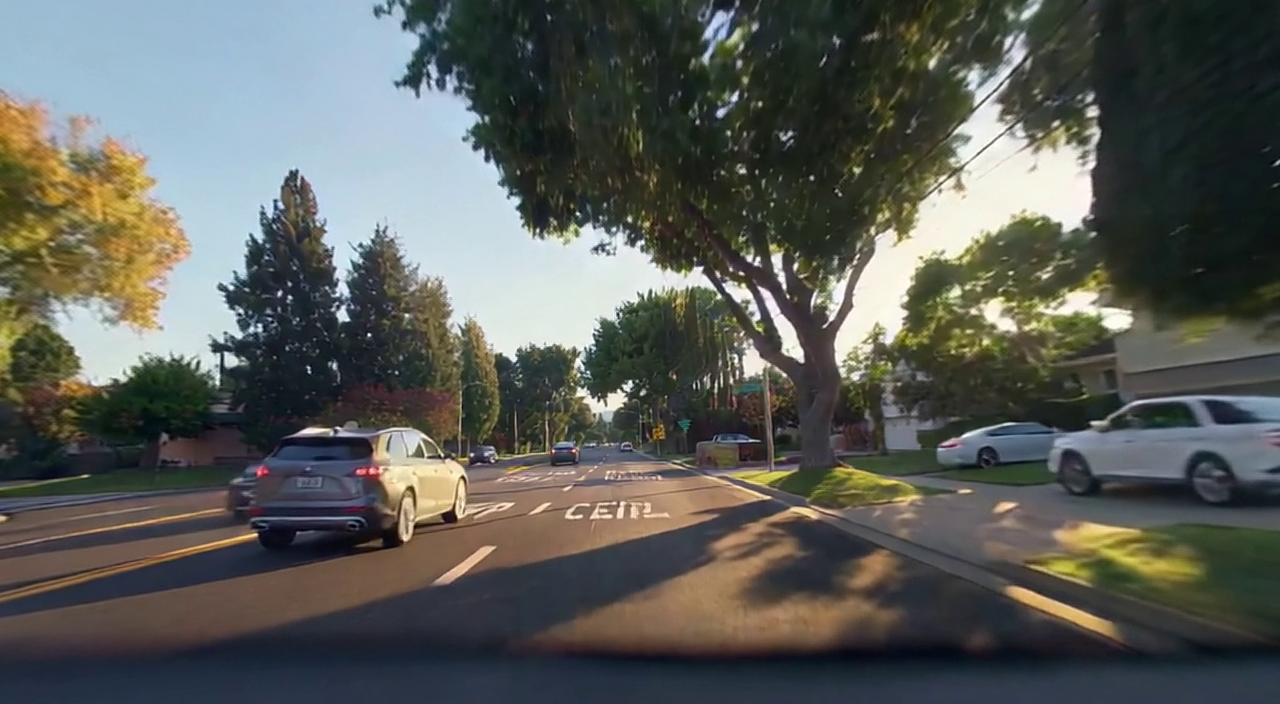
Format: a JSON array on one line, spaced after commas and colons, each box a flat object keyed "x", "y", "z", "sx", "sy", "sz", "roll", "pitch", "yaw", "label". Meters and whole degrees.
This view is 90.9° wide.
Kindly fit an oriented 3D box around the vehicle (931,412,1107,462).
[{"x": 12.135, "y": 2.758, "z": 20.414, "sx": 4.411, "sy": 1.522, "sz": 2.004, "roll": 0, "pitch": -8, "yaw": -3, "label": "vehicle"}]

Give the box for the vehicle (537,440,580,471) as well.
[{"x": -4.144, "y": 5.307, "z": 32.519, "sx": 1.802, "sy": 1.528, "sz": 3.490, "roll": 0, "pitch": -8, "yaw": -1, "label": "vehicle"}]

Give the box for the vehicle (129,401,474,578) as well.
[{"x": -4.002, "y": 1.706, "z": 8.616, "sx": 2.190, "sy": 1.766, "sz": 4.394, "roll": 0, "pitch": -8, "yaw": 1, "label": "vehicle"}]

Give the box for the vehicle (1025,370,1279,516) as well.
[{"x": 8.559, "y": 1.314, "z": 9.705, "sx": 1.934, "sy": 1.741, "sz": 4.793, "roll": -6, "pitch": -8, "yaw": -3, "label": "vehicle"}]
